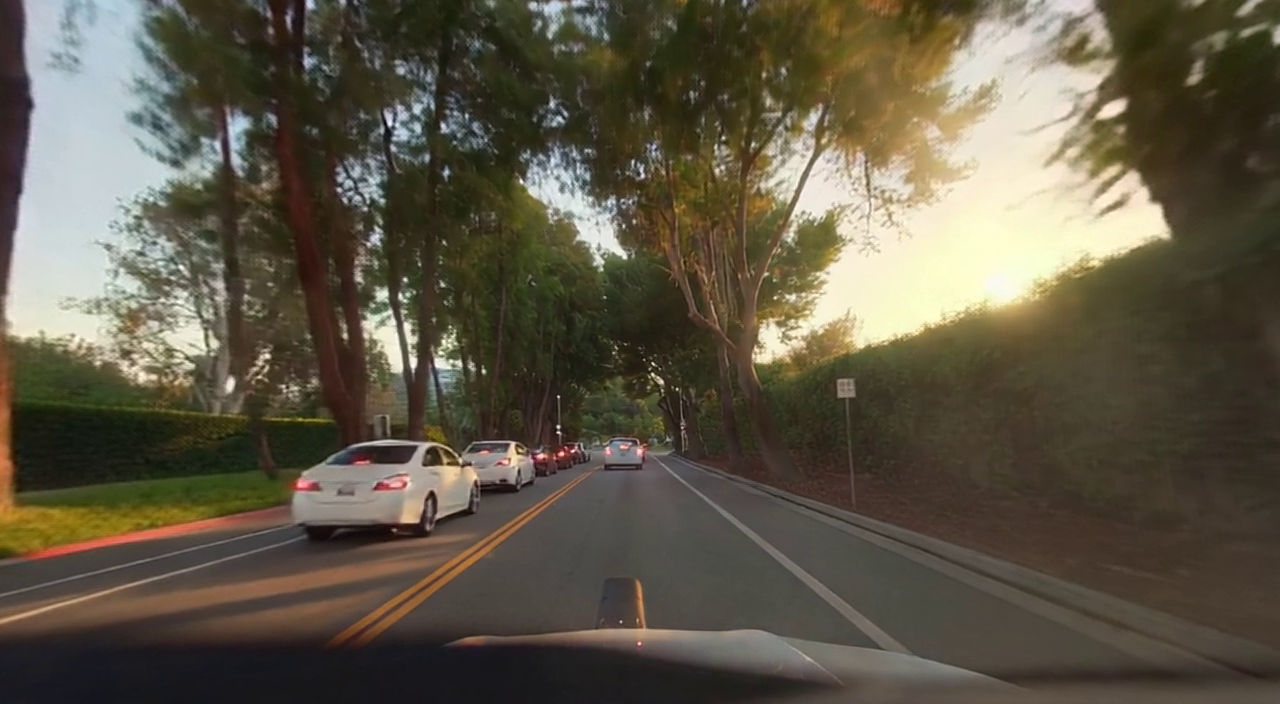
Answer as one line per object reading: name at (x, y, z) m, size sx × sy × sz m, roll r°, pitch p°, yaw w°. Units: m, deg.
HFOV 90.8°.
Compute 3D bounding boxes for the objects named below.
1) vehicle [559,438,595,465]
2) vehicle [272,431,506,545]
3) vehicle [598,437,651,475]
vehicle at (-4.122, 6.579, 41.954) m, size 1.983 × 1.697 × 4.285 m, roll 0°, pitch -8°, yaw 0°
vehicle at (-3.712, 2.083, 10.380) m, size 2.030 × 1.452 × 4.312 m, roll 0°, pitch -8°, yaw 0°
vehicle at (-0.667, 4.536, 27.659) m, size 2.127 × 1.517 × 4.090 m, roll 0°, pitch -8°, yaw -1°
